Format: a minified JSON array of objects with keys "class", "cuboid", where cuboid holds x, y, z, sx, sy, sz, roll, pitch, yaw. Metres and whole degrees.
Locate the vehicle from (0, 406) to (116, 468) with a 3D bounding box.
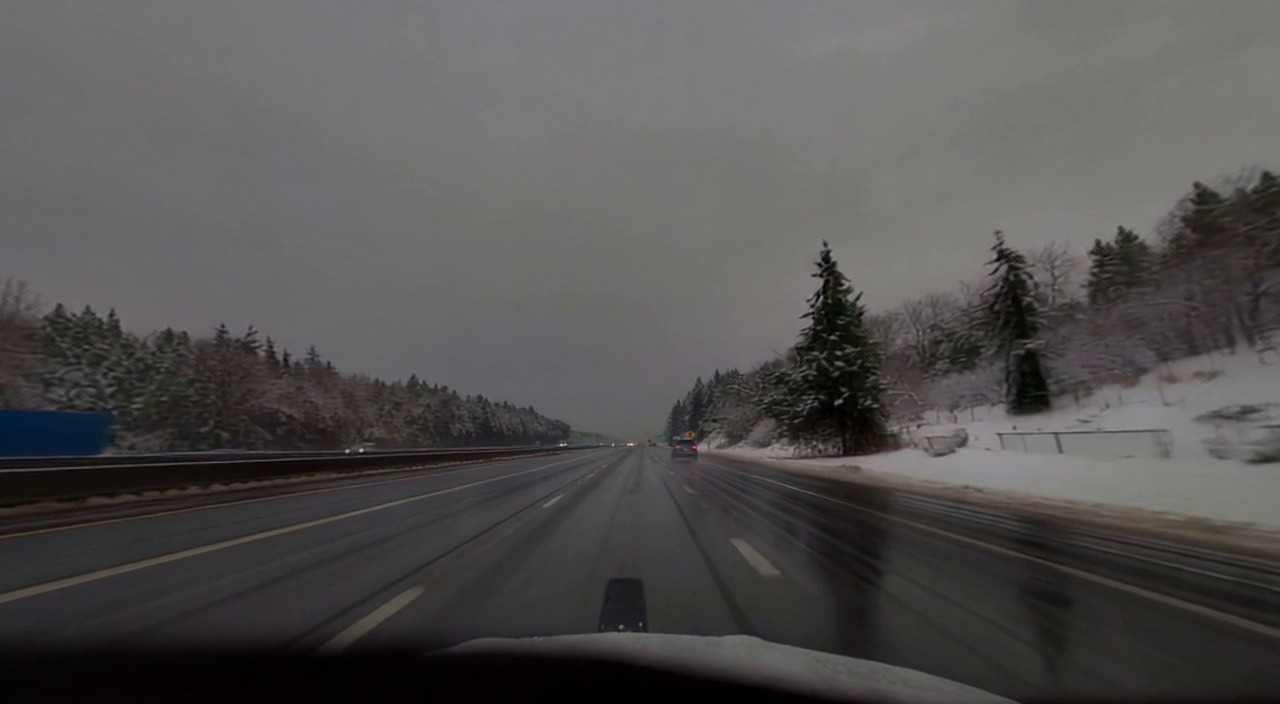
[{"class":"vehicle","cuboid":[-42.690,5.612,41.405,2.854,3.962,16.533,0,-8,-1]}]
